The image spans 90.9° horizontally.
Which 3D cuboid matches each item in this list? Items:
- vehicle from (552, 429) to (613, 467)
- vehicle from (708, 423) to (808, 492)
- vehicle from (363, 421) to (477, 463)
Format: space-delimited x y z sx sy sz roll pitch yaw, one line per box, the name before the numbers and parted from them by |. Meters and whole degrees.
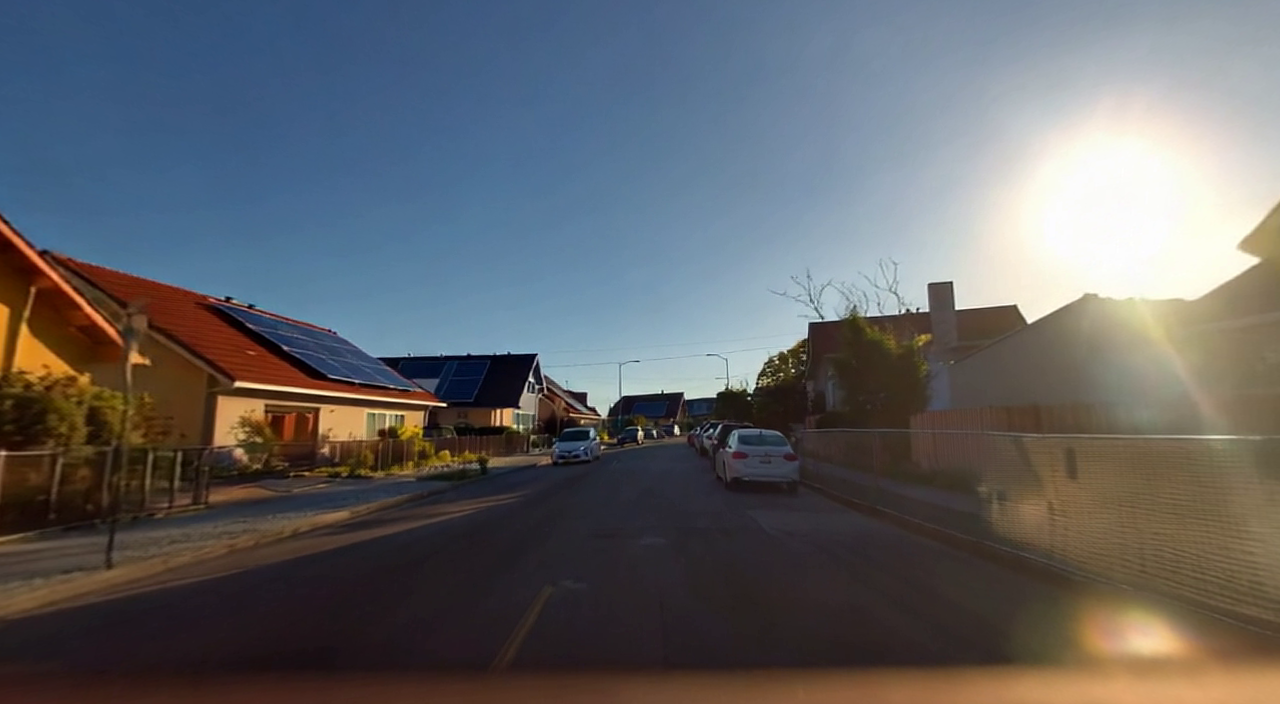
vehicle | -2.391 4.117 27.364 1.972 1.499 4.191 -1 -8 4
vehicle | 2.823 2.604 15.966 1.998 1.494 3.927 -1 -8 3
vehicle | -9.720 3.994 28.070 4.205 1.745 2.121 -1 -8 5
